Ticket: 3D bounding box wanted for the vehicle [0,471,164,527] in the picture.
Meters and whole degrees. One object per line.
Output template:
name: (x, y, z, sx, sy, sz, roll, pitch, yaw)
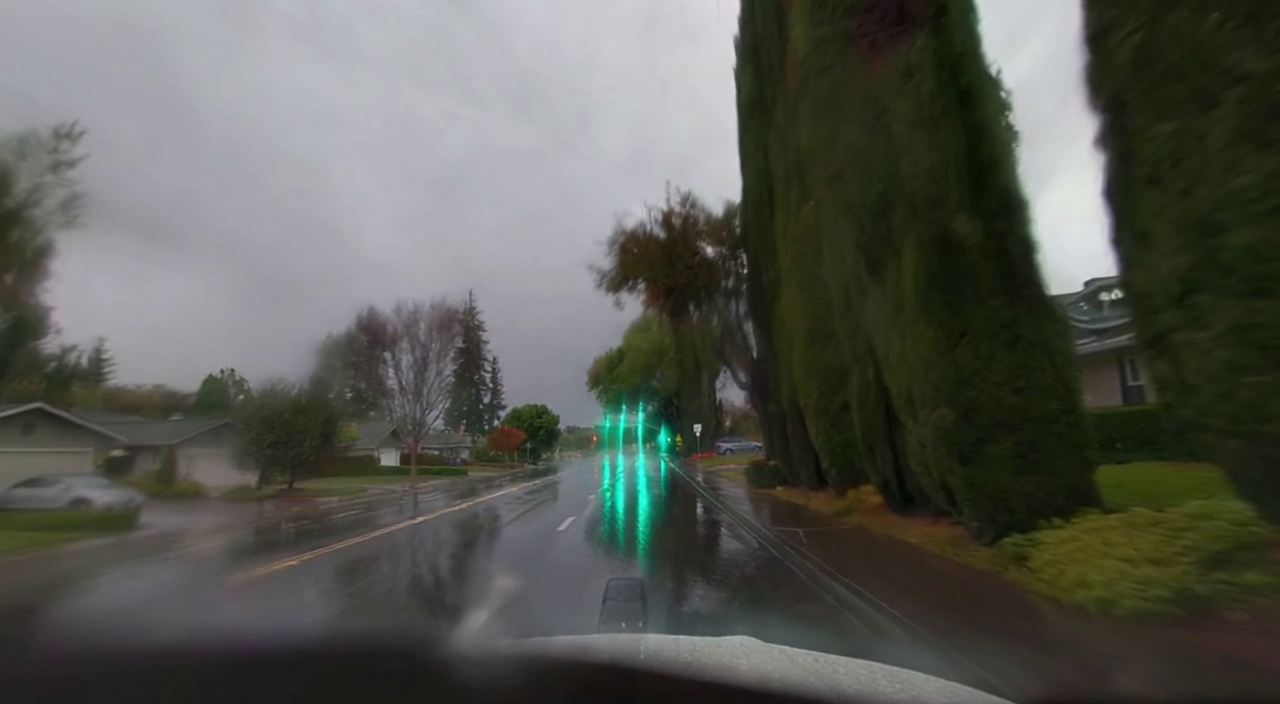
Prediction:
vehicle: (-17.393, 4.366, 18.848, 4.624, 1.488, 1.858, 0, -9, -1)
